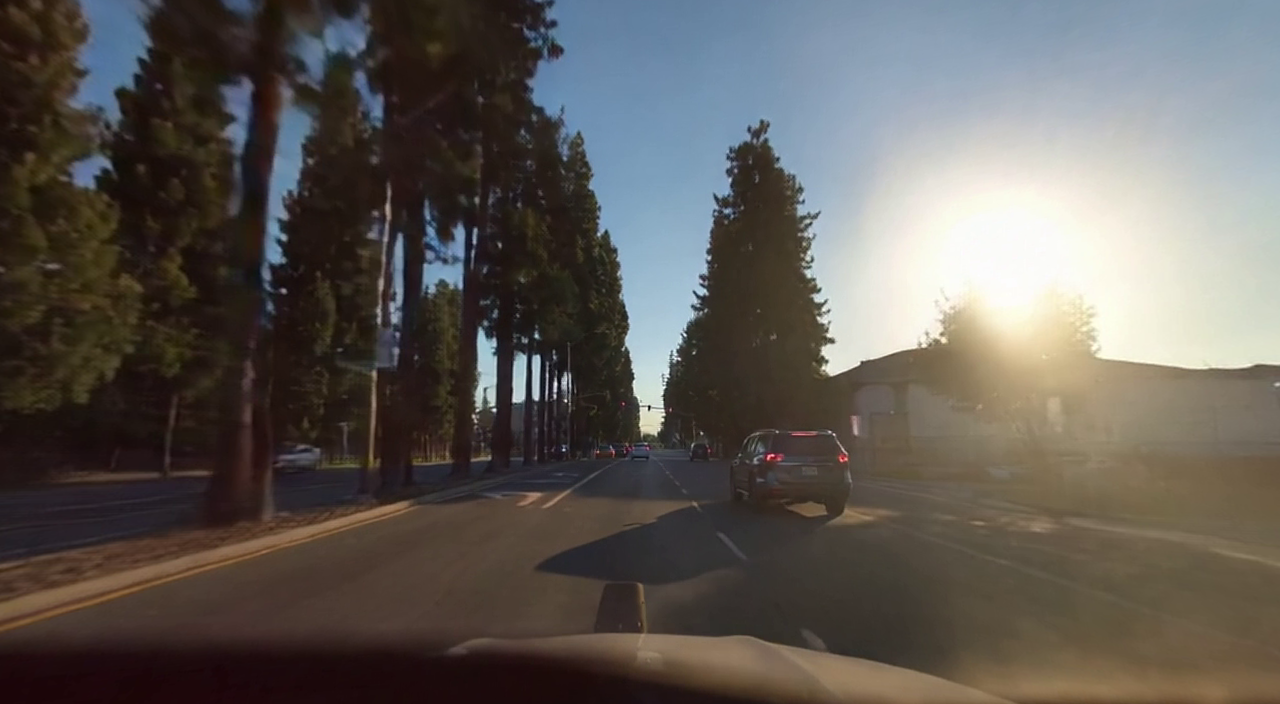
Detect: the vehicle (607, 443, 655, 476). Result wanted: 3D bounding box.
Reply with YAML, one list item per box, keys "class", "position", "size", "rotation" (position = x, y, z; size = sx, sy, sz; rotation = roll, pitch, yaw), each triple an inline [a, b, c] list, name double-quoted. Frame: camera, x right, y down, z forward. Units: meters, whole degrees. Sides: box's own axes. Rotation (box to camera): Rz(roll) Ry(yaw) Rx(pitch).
- class: "vehicle"
  position: [-0.409, 5.036, 29.765]
  size: [2.119, 1.460, 3.847]
  rotation: [0, -9, 0]

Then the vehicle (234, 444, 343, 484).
- class: "vehicle"
  position: [-14.374, 4.597, 26.169]
  size: [1.913, 1.477, 4.470]
  rotation: [0, -9, 1]

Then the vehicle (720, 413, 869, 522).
- class: "vehicle"
  position: [3.063, 2.413, 13.638]
  size: [2.035, 1.940, 4.299]
  rotation: [0, -9, -1]

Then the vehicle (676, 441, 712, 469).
- class: "vehicle"
  position: [3.451, 6.651, 40.974]
  size: [1.922, 1.708, 4.126]
  rotation: [0, -9, -1]
